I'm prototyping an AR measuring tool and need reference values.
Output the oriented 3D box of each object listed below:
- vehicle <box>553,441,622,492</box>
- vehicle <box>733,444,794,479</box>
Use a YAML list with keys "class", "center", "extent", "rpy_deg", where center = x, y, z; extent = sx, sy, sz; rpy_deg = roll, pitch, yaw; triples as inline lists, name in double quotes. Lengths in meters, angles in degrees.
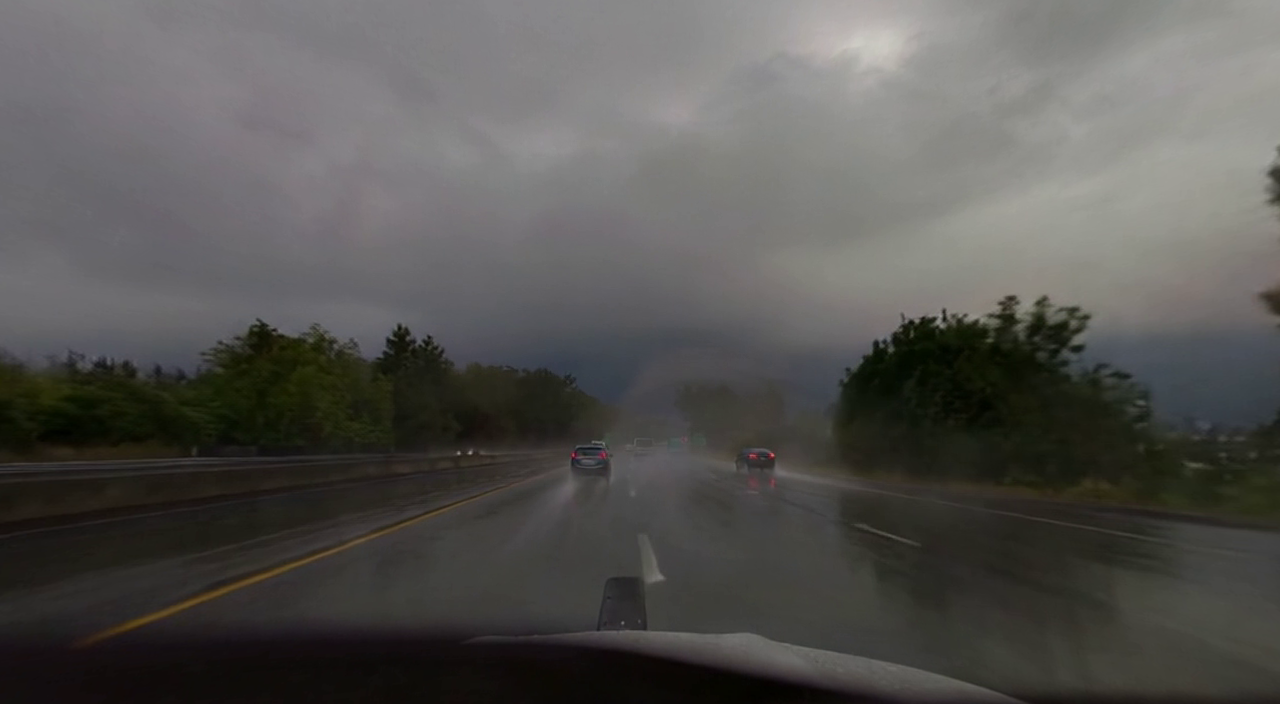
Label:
- class: "vehicle"
  center: [-1.605, 3.721, 20.751]
  extent: [2.053, 1.483, 4.185]
  rpy_deg: [0, -9, -2]
- class: "vehicle"
  center: [5.552, 4.951, 28.779]
  extent: [1.926, 1.483, 3.528]
  rpy_deg: [0, -9, -3]
